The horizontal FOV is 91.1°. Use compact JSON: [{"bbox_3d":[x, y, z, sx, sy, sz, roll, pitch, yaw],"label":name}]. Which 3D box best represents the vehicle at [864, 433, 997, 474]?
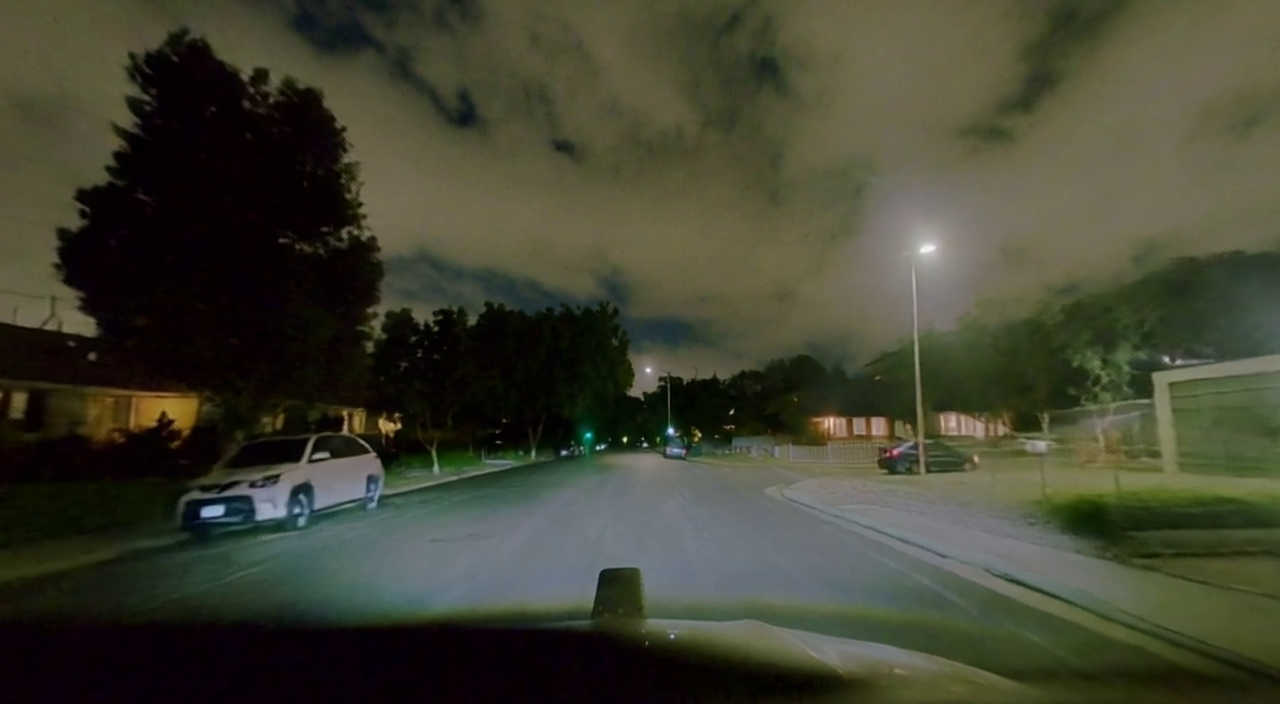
[{"bbox_3d":[12.405,4.317,26.987,4.708,1.527,2.113,0,-8,-10],"label":"vehicle"}]

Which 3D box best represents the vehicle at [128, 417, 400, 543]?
[{"bbox_3d":[-6.048,2.084,10.883,1.998,1.742,4.210,0,-8,1],"label":"vehicle"}]
